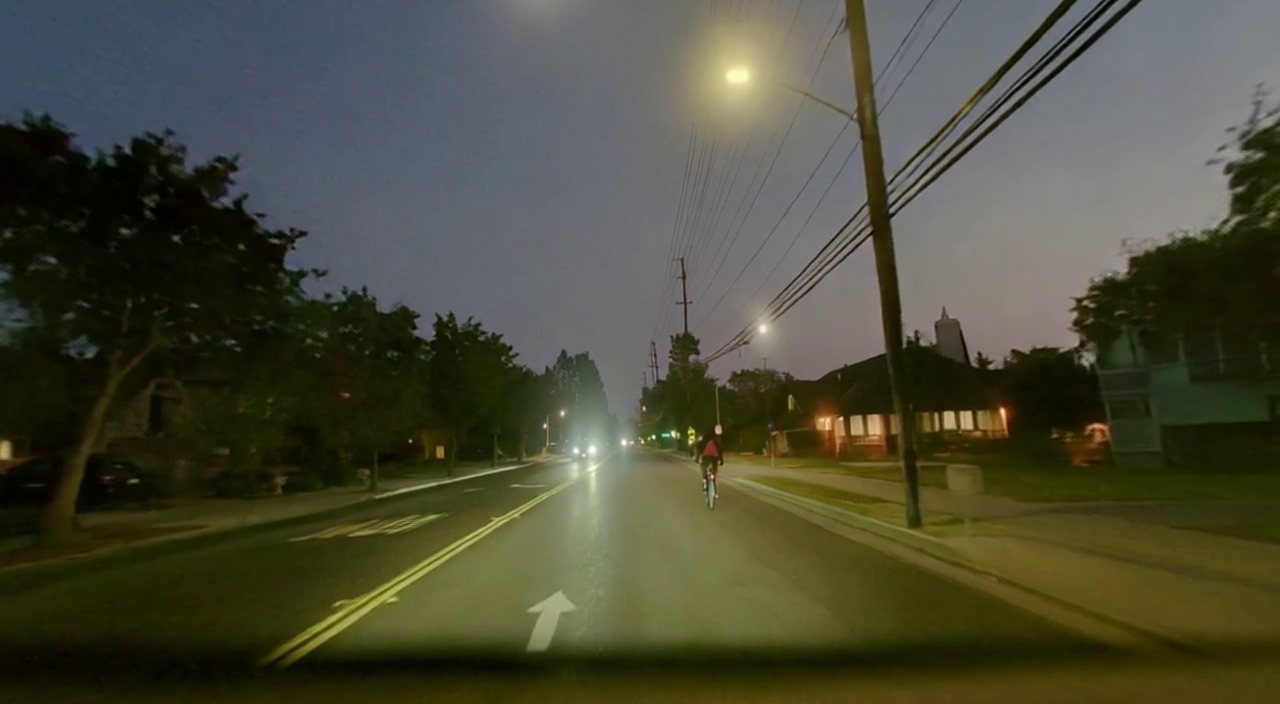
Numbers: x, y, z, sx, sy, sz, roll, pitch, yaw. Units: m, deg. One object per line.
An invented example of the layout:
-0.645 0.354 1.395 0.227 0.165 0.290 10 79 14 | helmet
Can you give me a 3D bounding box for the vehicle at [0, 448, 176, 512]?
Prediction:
-14.520 3.193 15.952 4.143 1.480 1.755 0 -8 -2 | vehicle
